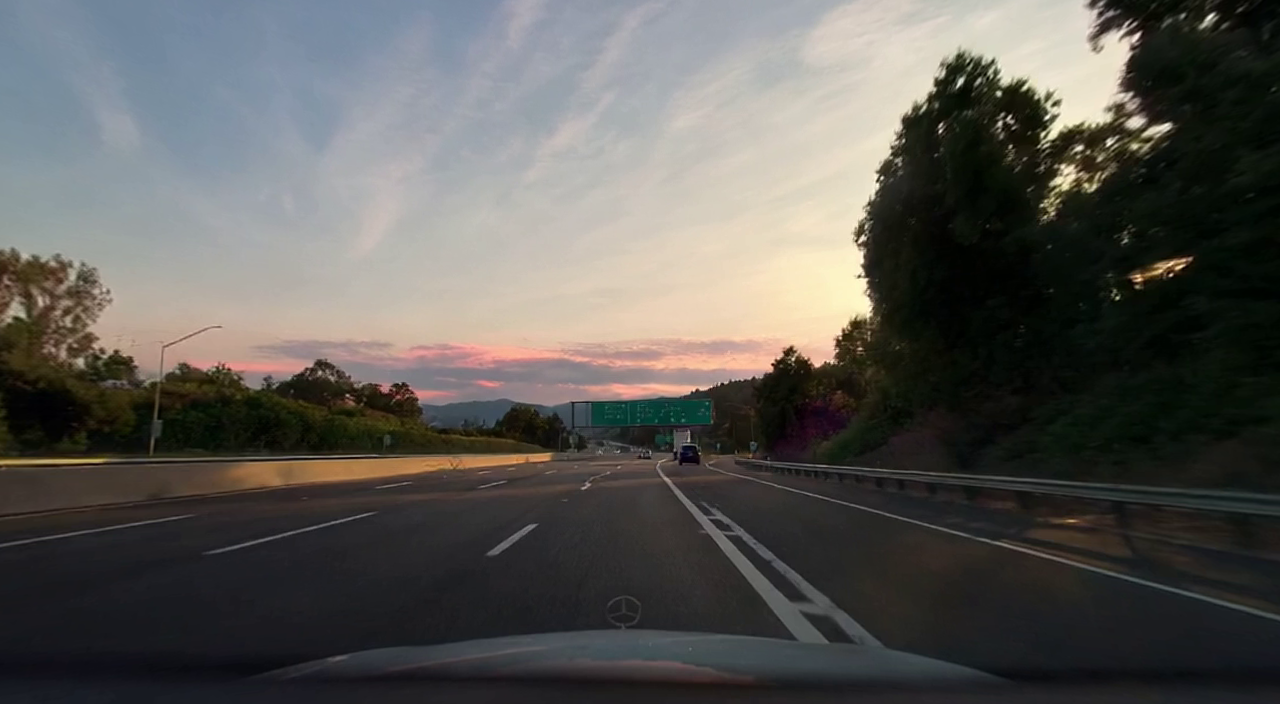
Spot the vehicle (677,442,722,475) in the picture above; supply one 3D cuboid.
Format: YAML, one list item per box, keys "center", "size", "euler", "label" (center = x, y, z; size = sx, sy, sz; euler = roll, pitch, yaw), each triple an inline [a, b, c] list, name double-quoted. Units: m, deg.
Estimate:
- center: [3.484, 6.329, 37.742]
  size: [2.225, 1.833, 4.340]
  euler: [0, -9, 0]
  label: "vehicle"
